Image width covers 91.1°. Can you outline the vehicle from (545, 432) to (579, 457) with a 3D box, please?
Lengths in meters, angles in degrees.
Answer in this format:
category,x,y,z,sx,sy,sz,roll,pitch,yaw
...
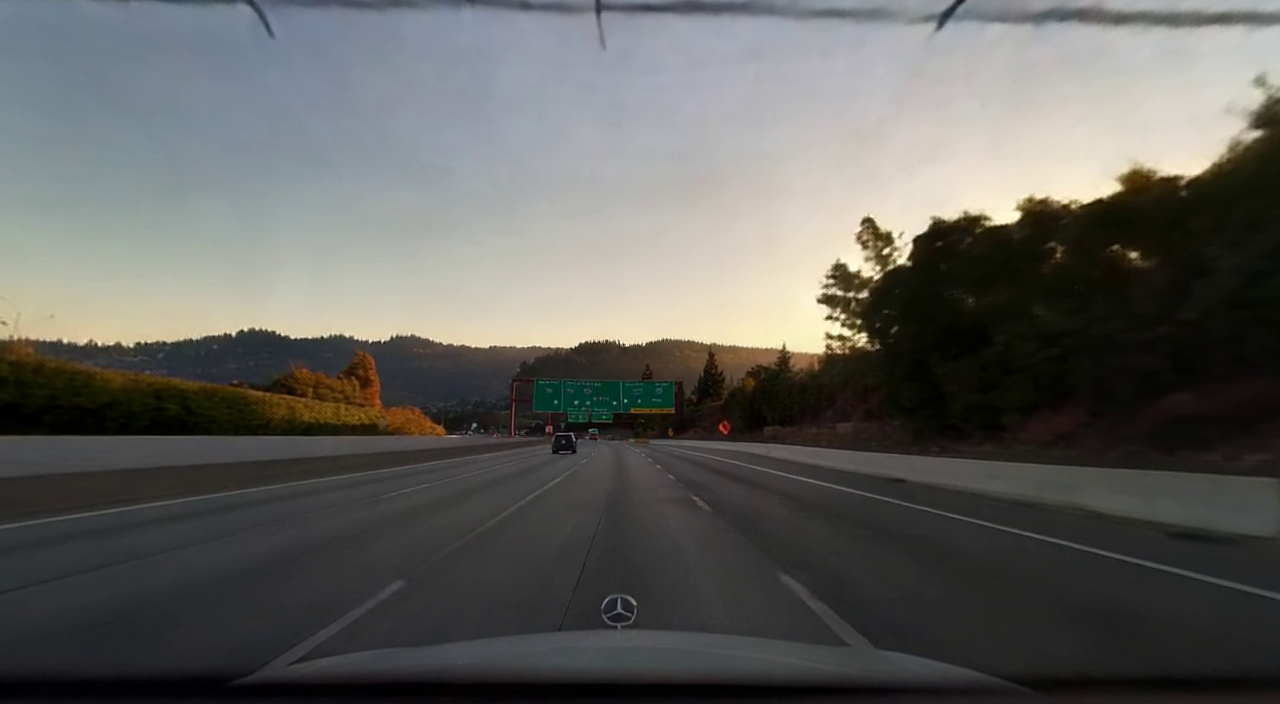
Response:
category,x,y,z,sx,sy,sz,roll,pitch,yaw
vehicle,-5.143,6.147,41.845,1.878,1.548,3.966,0,-8,-1
